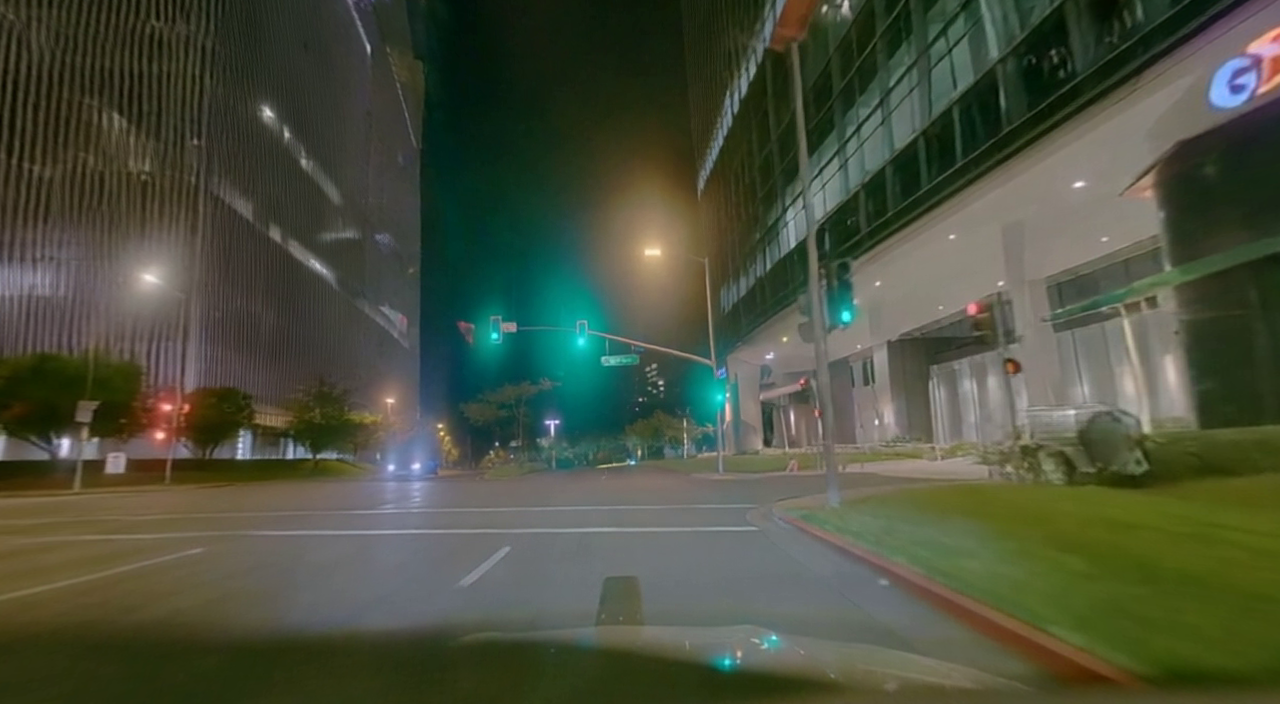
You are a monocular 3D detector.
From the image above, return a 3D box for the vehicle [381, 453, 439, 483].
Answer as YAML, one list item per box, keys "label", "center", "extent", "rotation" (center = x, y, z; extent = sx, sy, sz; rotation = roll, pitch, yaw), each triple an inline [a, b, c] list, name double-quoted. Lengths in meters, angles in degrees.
- label: "vehicle"
  center: [-12.866, 6.486, 35.551]
  extent: [1.906, 1.502, 4.396]
  rotation: [1, -9, -5]
